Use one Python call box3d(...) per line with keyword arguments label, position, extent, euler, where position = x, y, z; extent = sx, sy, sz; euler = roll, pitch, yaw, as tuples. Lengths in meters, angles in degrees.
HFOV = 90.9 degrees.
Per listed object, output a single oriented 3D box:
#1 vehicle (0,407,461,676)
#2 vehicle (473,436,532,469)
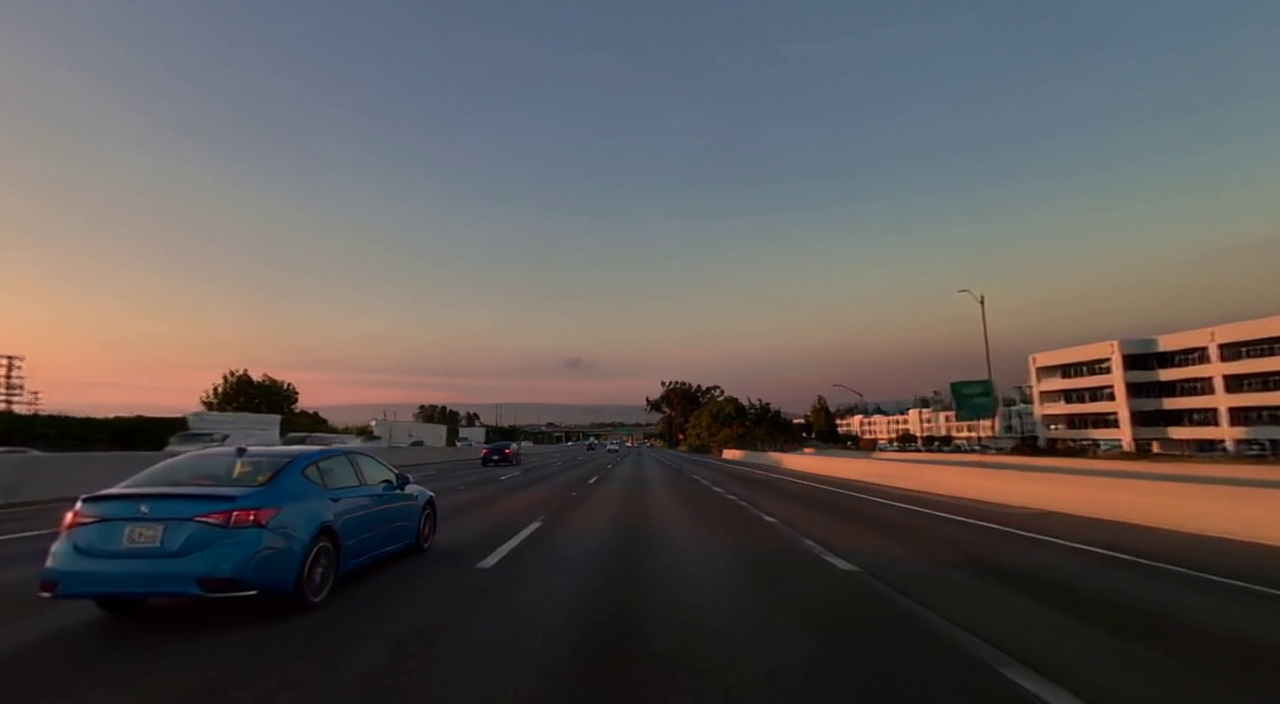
box3d(label="vehicle", position=(-3.605, 1.482, 6.258), extent=(2.144, 1.565, 4.951), euler=(0, -8, 1))
box3d(label="vehicle", position=(-7.387, 5.439, 34.376), extent=(2.118, 1.675, 4.395), euler=(0, -8, 1))
